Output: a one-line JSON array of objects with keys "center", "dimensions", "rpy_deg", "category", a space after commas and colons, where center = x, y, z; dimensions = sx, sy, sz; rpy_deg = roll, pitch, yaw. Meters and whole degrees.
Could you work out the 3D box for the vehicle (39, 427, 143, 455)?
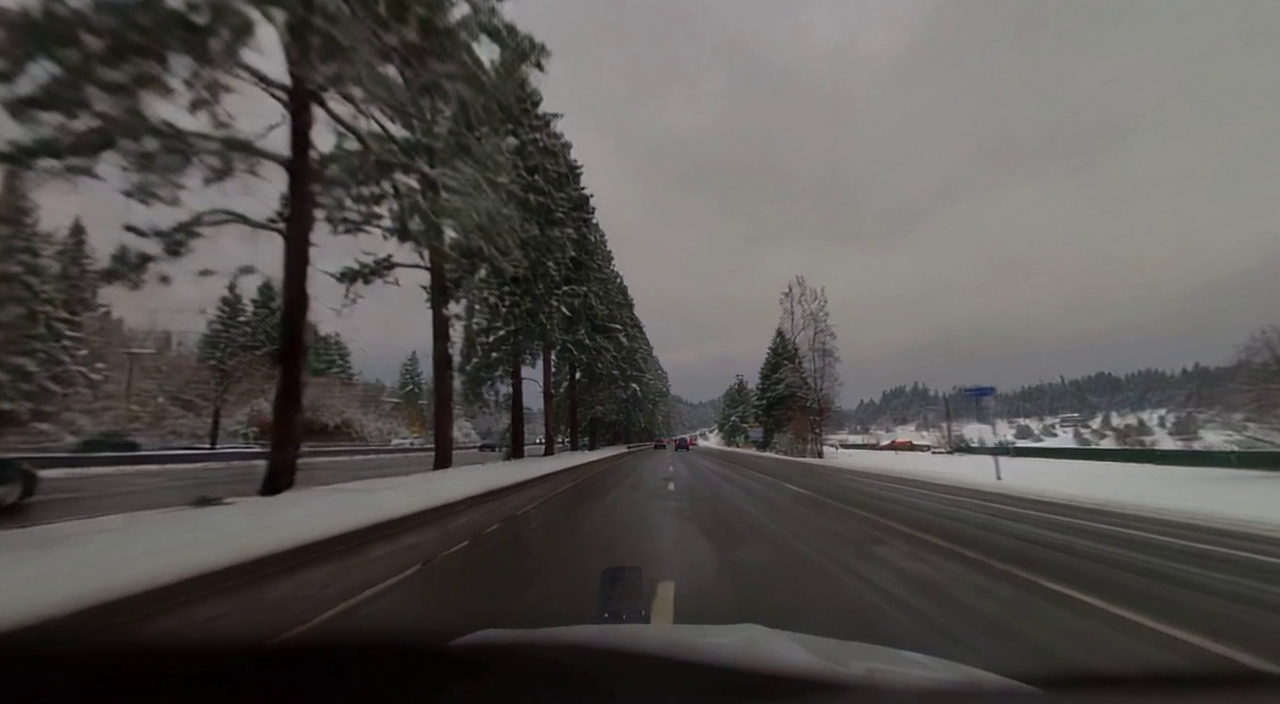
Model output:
[{"center": [-40.543, 6.630, 46.817], "dimensions": [2.111, 1.911, 5.832], "rpy_deg": [-1, -8, 6], "category": "vehicle"}]
